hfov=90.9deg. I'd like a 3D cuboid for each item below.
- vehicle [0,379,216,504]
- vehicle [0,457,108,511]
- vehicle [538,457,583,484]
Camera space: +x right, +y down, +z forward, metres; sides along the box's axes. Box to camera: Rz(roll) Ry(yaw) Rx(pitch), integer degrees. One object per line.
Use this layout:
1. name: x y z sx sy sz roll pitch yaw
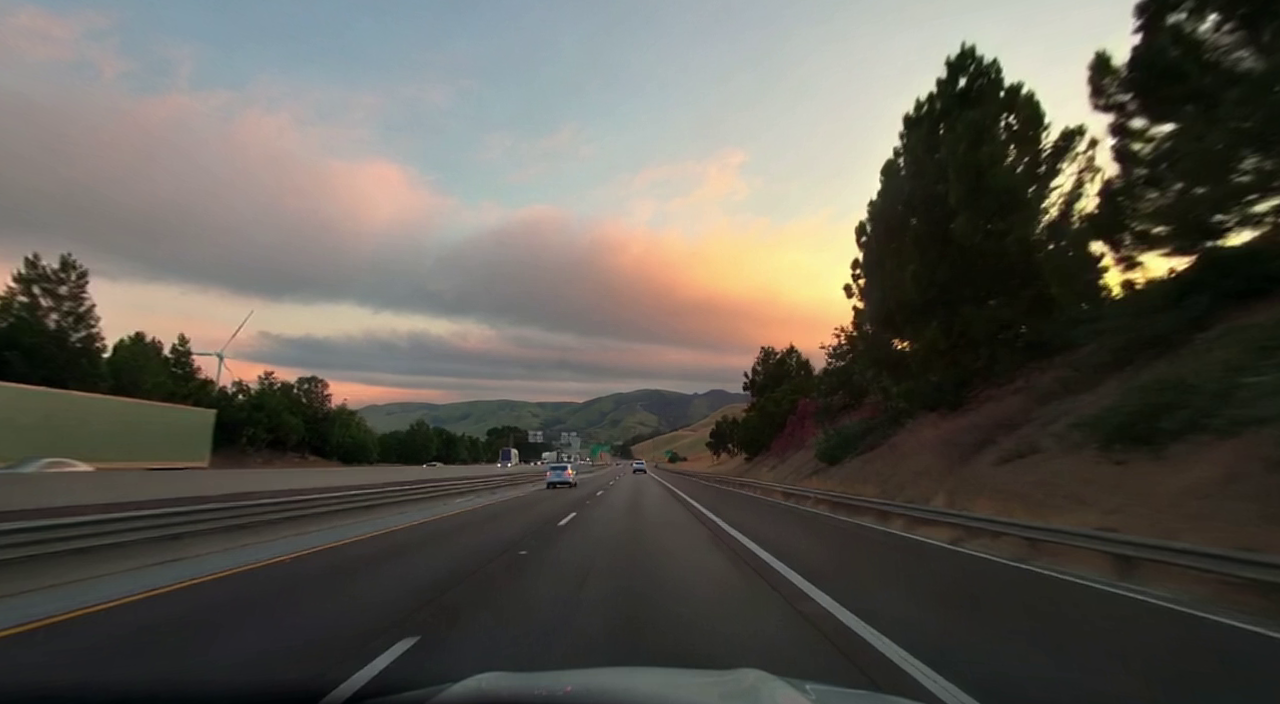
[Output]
1. vehicle: -22.964 3.637 24.705 2.862 4.117 14.145 1 -10 0
2. vehicle: -18.849 3.979 19.251 1.857 1.503 3.716 1 -10 0
3. vehicle: -5.150 7.768 41.323 2.175 1.658 4.582 0 -10 2
